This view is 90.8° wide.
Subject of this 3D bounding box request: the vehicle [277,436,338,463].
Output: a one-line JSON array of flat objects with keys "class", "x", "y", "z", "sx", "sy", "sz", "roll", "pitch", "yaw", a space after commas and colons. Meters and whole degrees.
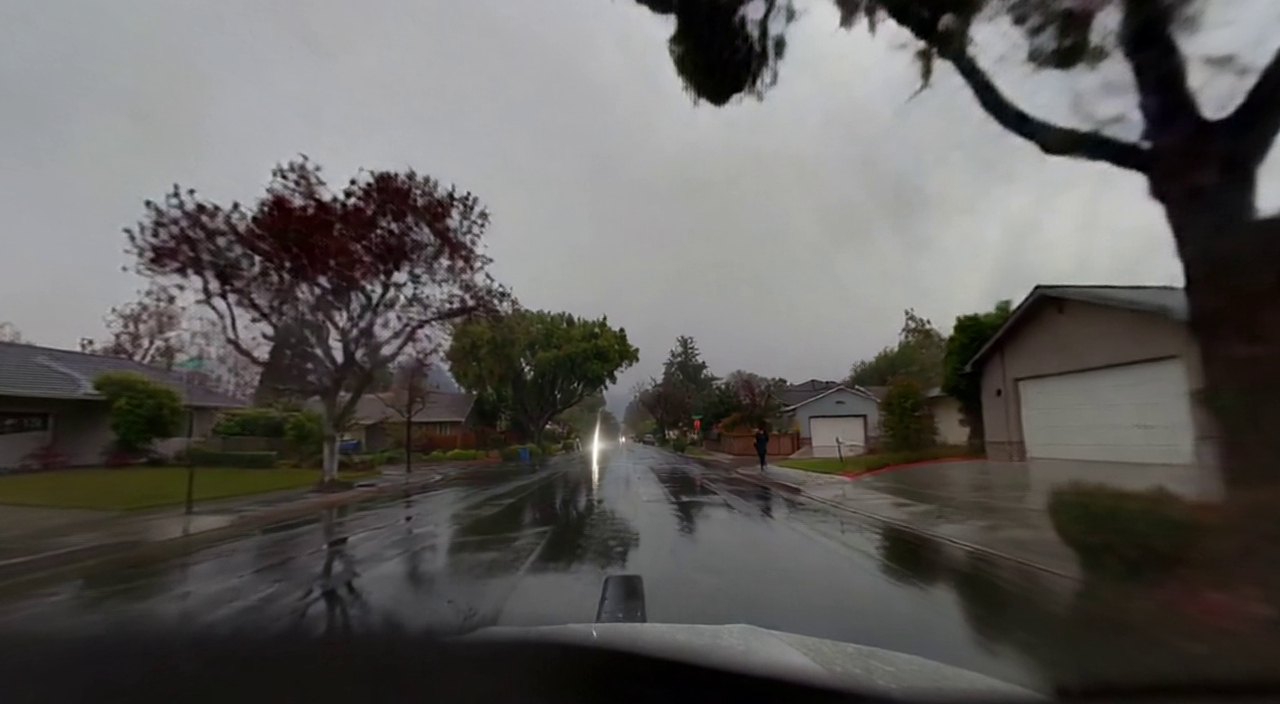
[{"class": "vehicle", "x": -25.453, "y": 7.523, "z": 48.603, "sx": 2.004, "sy": 1.856, "sz": 4.934, "roll": -3, "pitch": -9, "yaw": 1}]
